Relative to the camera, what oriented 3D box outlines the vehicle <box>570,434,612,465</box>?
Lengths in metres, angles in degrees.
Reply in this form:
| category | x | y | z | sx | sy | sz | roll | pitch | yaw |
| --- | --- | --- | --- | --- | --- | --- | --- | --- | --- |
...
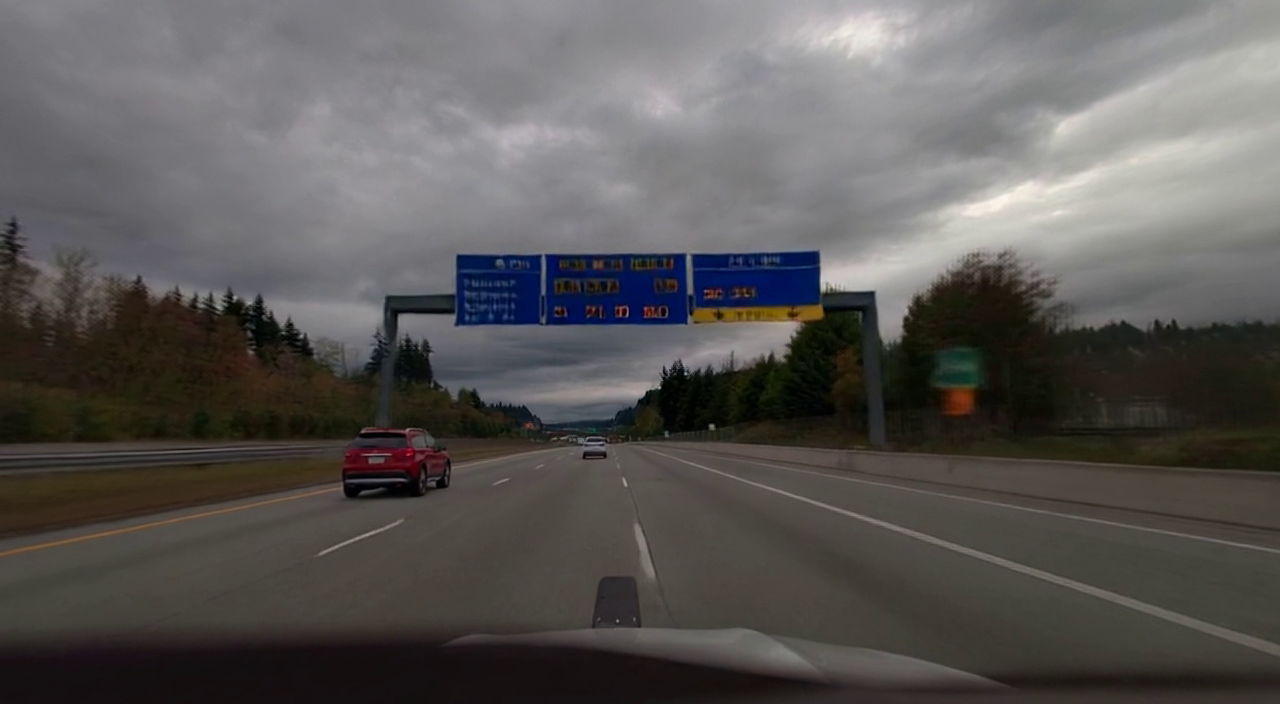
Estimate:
| category | x | y | z | sx | sy | sz | roll | pitch | yaw |
| --- | --- | --- | --- | --- | --- | --- | --- | --- | --- |
| vehicle | -2.541 | 5.168 | 33.500 | 2.010 | 1.534 | 4.013 | 0 | -8 | -2 |

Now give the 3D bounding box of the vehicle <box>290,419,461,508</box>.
| category | x | y | z | sx | sy | sz | roll | pitch | yaw |
| --- | --- | --- | --- | --- | --- | --- | --- | --- | --- |
| vehicle | -5.758 | 2.457 | 14.447 | 2.111 | 1.689 | 4.505 | 0 | -8 | -2 |
